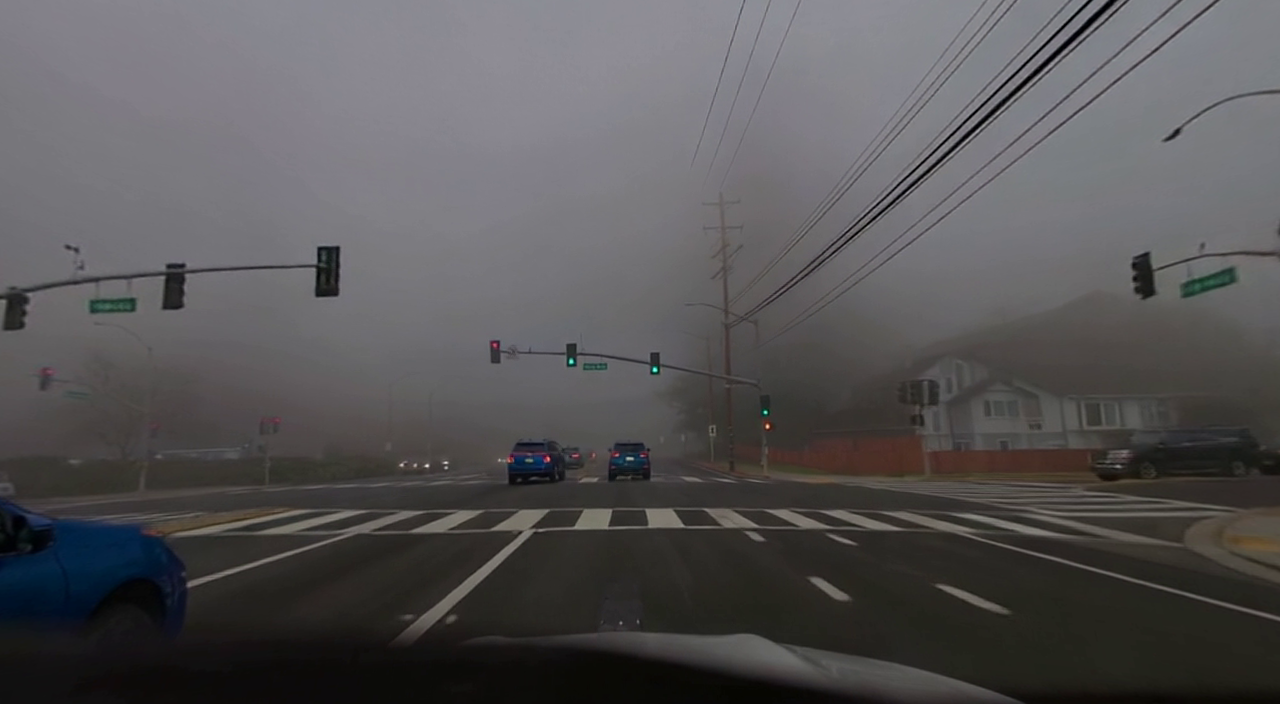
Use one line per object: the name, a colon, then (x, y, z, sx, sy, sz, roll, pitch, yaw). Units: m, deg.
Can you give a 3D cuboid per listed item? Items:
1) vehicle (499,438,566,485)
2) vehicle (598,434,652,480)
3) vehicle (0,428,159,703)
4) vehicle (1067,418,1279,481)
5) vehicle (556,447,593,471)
vehicle: (-4.060, 4.208, 24.591, 1.899, 1.685, 4.121, 0, -8, 0)
vehicle: (-0.630, 4.542, 27.510, 2.155, 1.836, 4.250, 0, -8, -1)
vehicle: (-3.271, 0.764, 0.763, 1.901, 1.409, 4.442, 0, -8, 0)
vehicle: (18.410, 3.323, 21.698, 5.652, 1.990, 2.190, -2, -9, 13)
vehicle: (-4.099, 6.768, 40.293, 1.863, 1.449, 4.153, 0, -8, 0)
